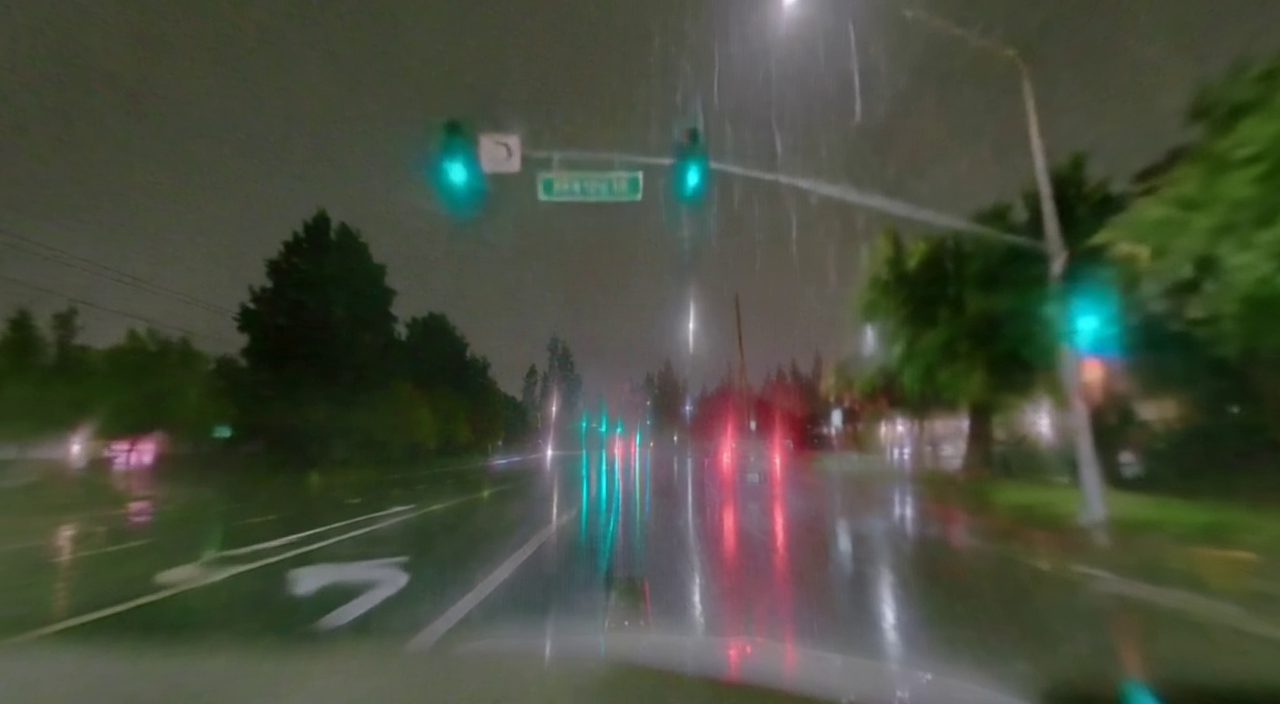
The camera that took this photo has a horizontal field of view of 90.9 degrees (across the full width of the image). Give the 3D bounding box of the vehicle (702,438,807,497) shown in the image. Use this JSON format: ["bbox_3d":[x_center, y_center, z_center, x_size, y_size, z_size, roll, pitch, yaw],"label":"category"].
[{"bbox_3d":[3.105,3.242,18.106,2.134,1.476,4.327,0,-8,-1],"label":"vehicle"}]

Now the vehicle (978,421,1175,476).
[{"bbox_3d":[13.489,3.006,19.697,4.689,1.583,1.947,0,-8,-1],"label":"vehicle"}]

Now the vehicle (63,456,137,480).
[{"bbox_3d":[-38.115,8.189,44.621,1.733,1.527,3.731,0,-9,4],"label":"vehicle"}]

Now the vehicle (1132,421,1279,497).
[{"bbox_3d":[14.119,2.350,13.997,4.514,1.546,2.044,-1,-8,5],"label":"vehicle"}]
